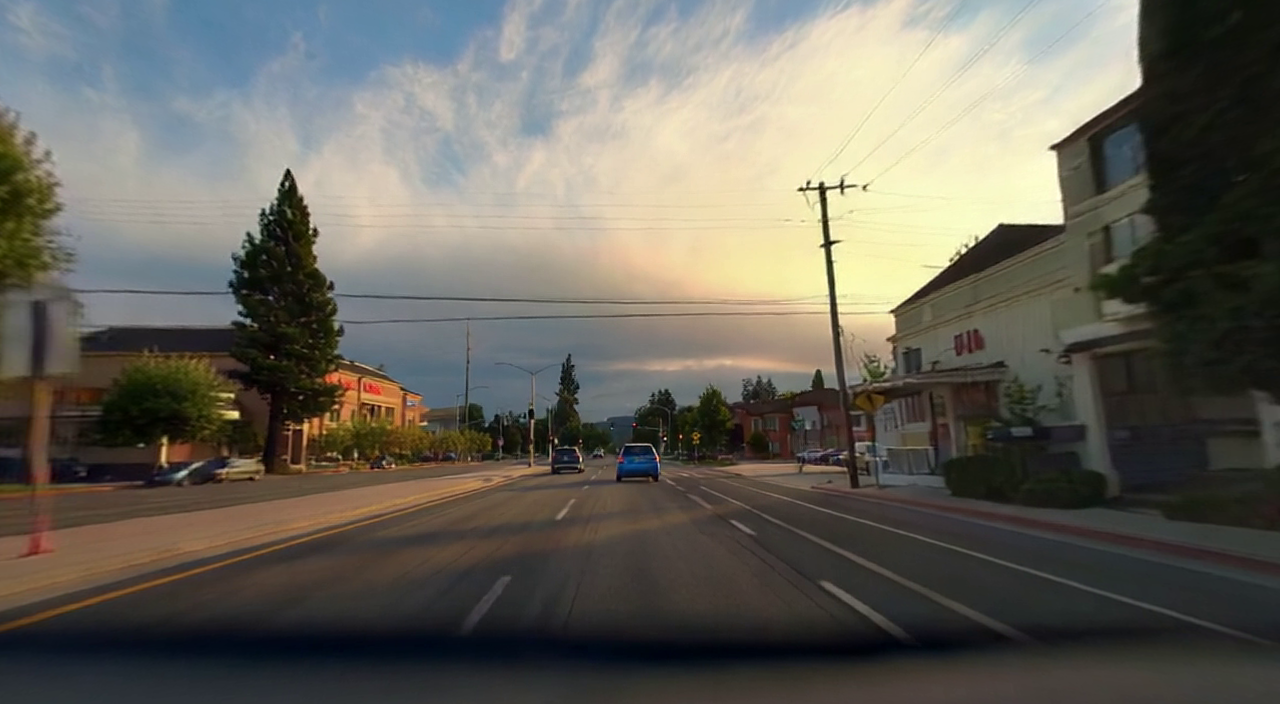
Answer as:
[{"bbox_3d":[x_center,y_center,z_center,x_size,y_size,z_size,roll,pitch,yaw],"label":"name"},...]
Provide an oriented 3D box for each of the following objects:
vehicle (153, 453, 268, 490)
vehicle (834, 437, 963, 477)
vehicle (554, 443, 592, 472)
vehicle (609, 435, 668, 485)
[{"bbox_3d":[-20.333,5.648,30.241,2.004,1.546,5.015,0,-9,-1],"label":"vehicle"},{"bbox_3d":[12.871,5.259,31.762,5.506,1.850,2.156,0,-9,0],"label":"vehicle"},{"bbox_3d":[-4.553,7.247,43.604,2.202,1.856,4.516,0,-9,-1],"label":"vehicle"},{"bbox_3d":[-0.121,4.579,27.051,2.273,1.909,5.075,0,-9,-1],"label":"vehicle"}]
